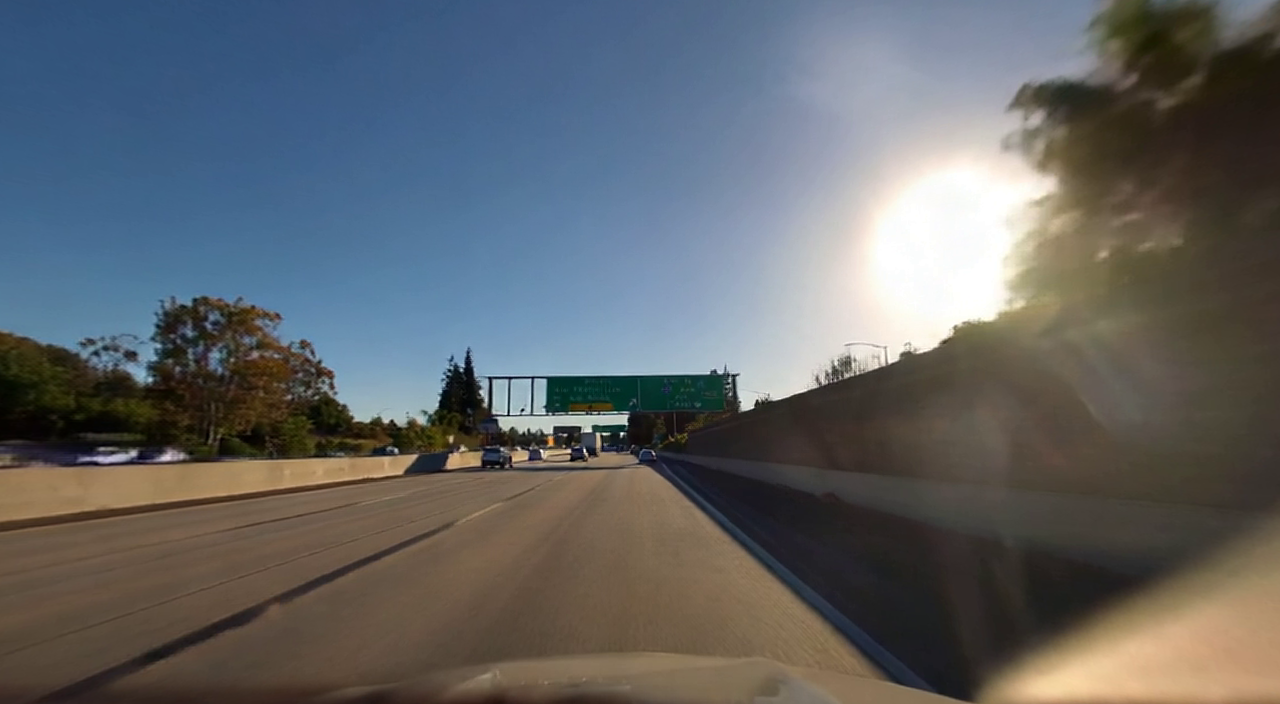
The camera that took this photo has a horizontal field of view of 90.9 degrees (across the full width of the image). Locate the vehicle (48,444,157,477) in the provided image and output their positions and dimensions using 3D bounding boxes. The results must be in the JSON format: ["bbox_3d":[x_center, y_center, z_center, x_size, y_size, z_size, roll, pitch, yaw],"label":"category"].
[{"bbox_3d":[-34.149,6.876,40.351,2.186,1.879,5.891,1,-8,-6],"label":"vehicle"}]

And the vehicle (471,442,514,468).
[{"bbox_3d":[-9.851,6.901,42.421,1.954,1.605,4.023,0,-8,-1],"label":"vehicle"}]

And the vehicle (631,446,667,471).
[{"bbox_3d":[0.563,6.577,39.256,2.137,1.461,3.999,0,-8,0],"label":"vehicle"}]
